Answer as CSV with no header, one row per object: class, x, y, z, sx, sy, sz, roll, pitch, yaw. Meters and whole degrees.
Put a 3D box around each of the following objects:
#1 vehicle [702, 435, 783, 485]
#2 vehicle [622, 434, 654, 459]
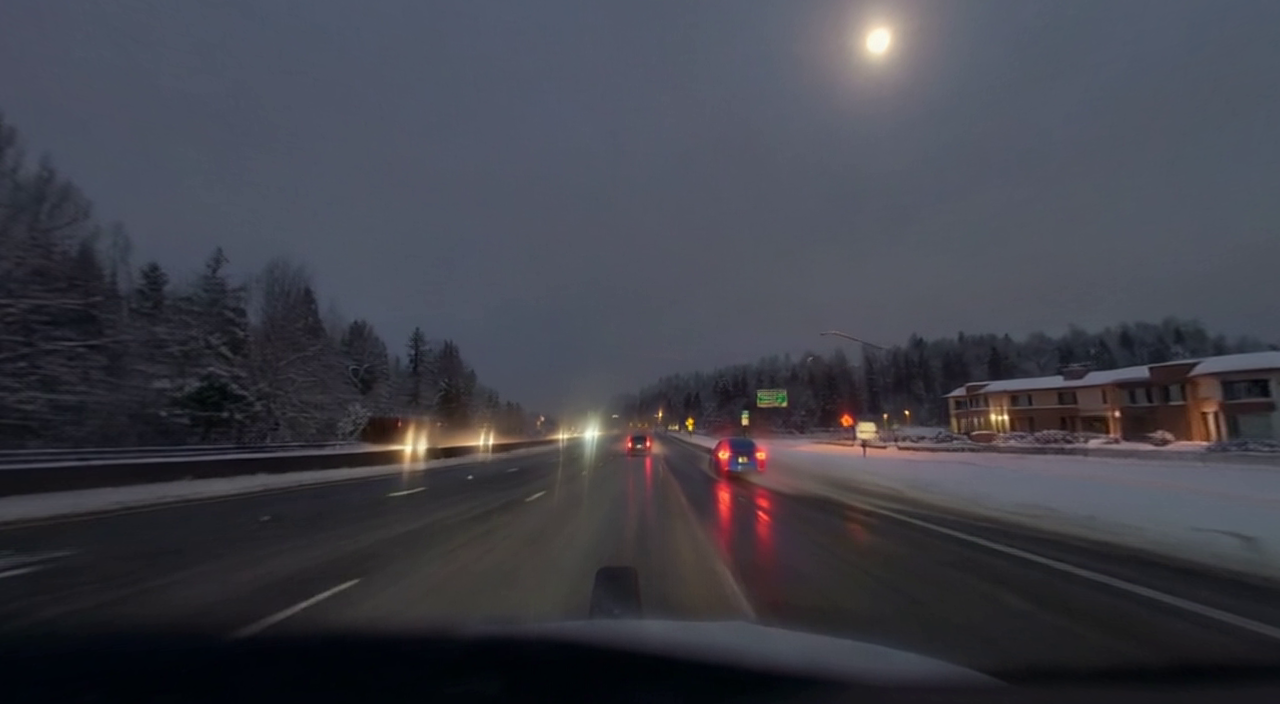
vehicle,3.413,3.701,21.963,2.029,1.528,4.644,0,-8,0
vehicle,-0.113,6.657,44.498,2.127,1.692,4.382,0,-8,1
